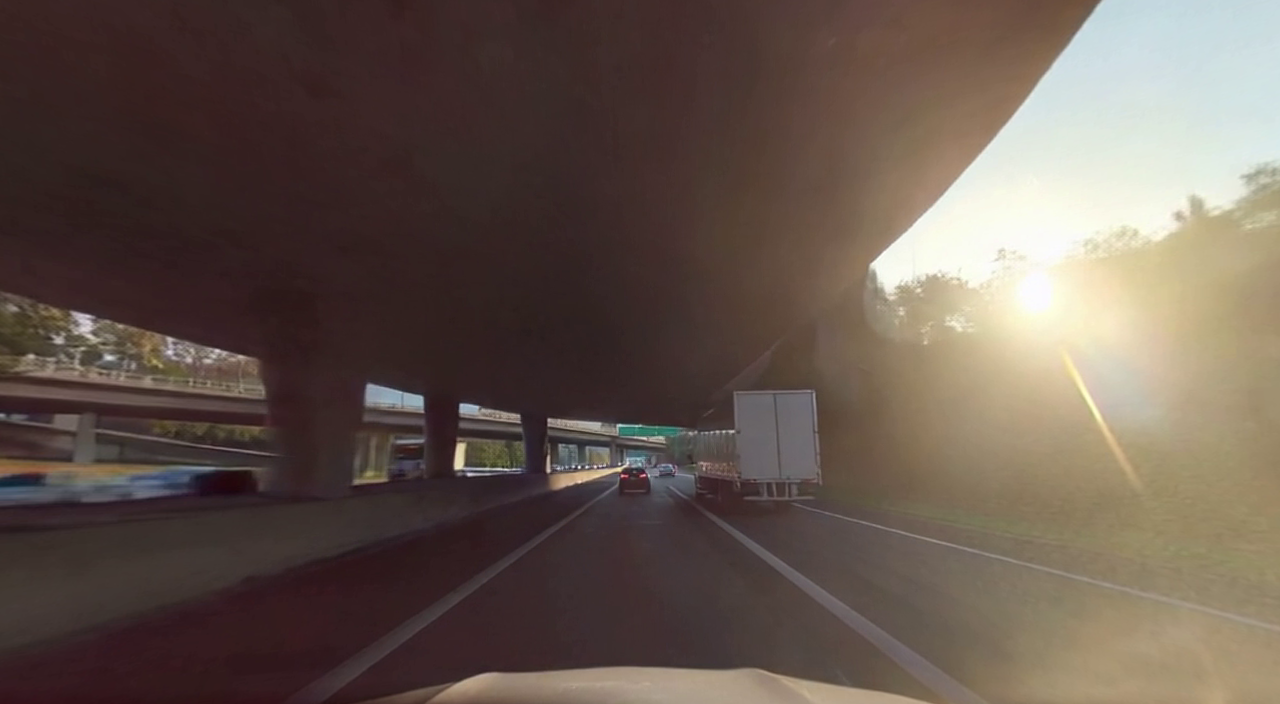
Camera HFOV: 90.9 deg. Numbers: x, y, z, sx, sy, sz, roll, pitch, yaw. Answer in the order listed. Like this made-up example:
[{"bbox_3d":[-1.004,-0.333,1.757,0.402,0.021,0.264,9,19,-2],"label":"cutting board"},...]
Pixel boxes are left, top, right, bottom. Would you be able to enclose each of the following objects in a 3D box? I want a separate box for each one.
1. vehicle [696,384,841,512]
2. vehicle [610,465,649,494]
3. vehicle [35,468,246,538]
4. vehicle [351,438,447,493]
[{"bbox_3d":[4.702,4.325,27.239,3.218,4.001,14.492,1,-10,0],"label":"vehicle"},{"bbox_3d":[-0.541,6.958,34.516,2.010,1.436,3.973,1,-10,0],"label":"vehicle"},{"bbox_3d":[-11.911,3.590,15.478,1.806,1.449,4.063,1,-10,0],"label":"vehicle"},{"bbox_3d":[-15.678,7.525,41.844,2.912,3.234,8.258,1,-10,1],"label":"vehicle"}]
